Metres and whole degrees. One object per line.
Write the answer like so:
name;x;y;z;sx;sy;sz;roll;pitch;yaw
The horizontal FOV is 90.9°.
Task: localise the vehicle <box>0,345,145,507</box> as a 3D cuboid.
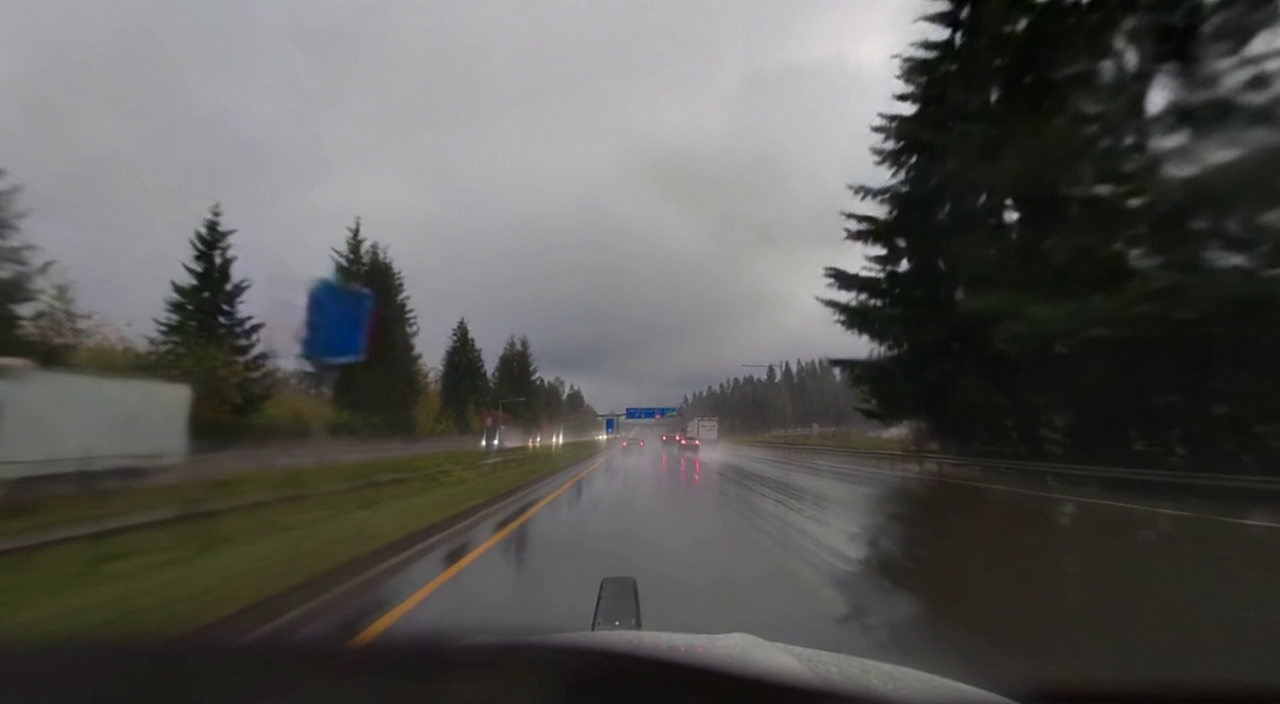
vehicle;-12.708;1.338;11.363;2.310;2.895;6.410;0;-8;0
